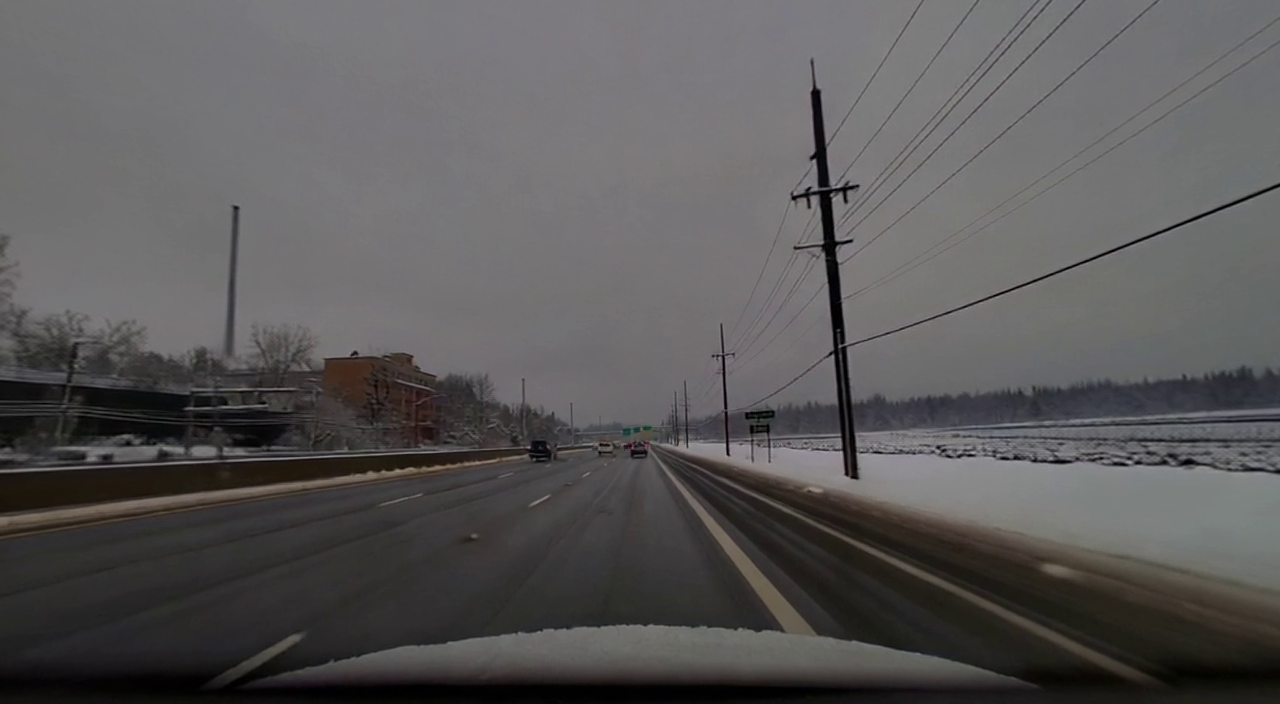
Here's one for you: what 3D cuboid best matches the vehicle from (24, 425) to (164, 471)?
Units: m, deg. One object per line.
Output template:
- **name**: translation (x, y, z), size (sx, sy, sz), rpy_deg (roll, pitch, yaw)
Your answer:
- **vehicle**: translation (-27.461, 4.859, 32.025), size (2.492, 2.161, 4.986), rpy_deg (0, -8, 2)
